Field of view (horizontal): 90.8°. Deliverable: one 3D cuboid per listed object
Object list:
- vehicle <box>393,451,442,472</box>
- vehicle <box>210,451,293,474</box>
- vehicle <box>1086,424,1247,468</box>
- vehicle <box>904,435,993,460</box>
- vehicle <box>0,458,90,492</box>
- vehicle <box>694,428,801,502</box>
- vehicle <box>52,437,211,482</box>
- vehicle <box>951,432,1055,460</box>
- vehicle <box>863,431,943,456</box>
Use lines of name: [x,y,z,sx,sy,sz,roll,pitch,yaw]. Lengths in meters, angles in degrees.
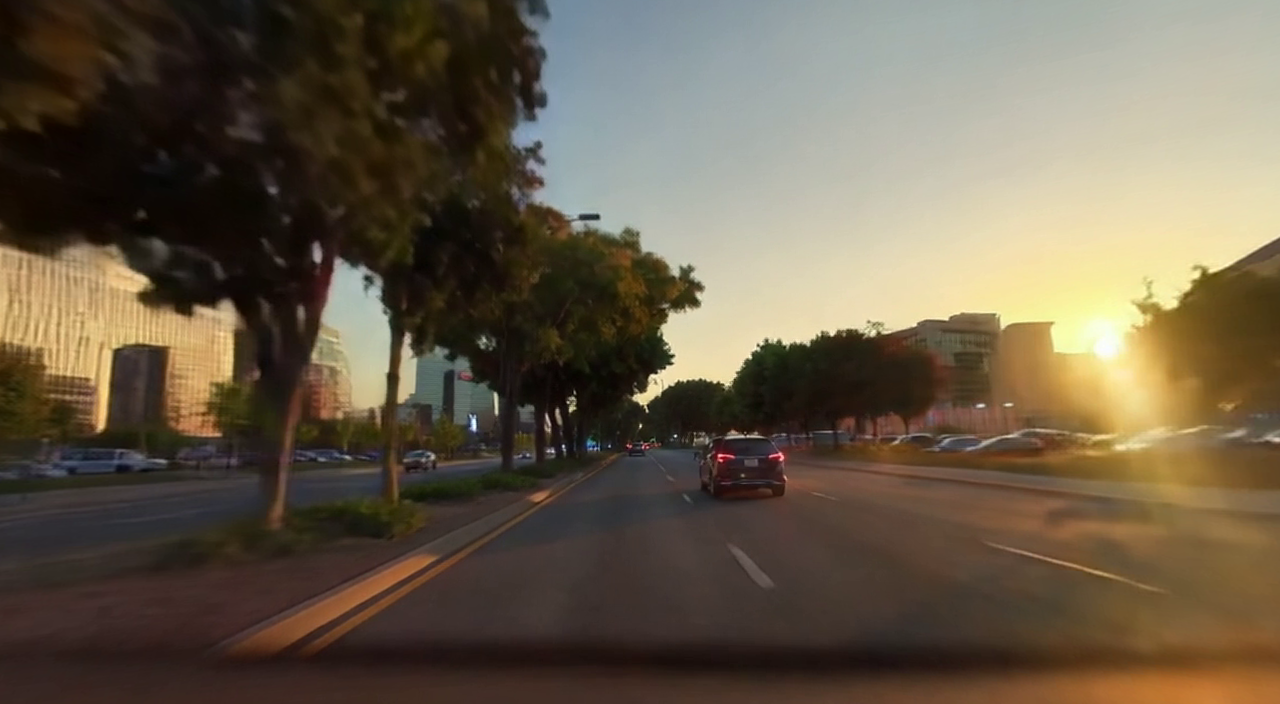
vehicle: [-16.505,8.147,47.122,1.955,1.428,4.606,0,-9,0]
vehicle: [-29.877,8.499,48.718,4.941,1.444,2.122,-2,-9,-3]
vehicle: [19.793,3.562,23.917,4.227,1.567,2.034,0,-9,1]
vehicle: [19.075,5.938,39.200,4.418,1.461,2.002,0,-9,-3]
vehicle: [-29.040,5.756,29.683,4.583,1.531,1.845,0,-9,0]
vehicle: [2.648,2.920,16.657,1.963,1.677,4.229,0,-9,-1]
vehicle: [-30.474,6.430,38.102,6.938,2.556,2.792,0,-9,-3]
vehicle: [19.858,5.161,34.708,4.518,1.501,1.902,0,-8,0]
vehicle: [19.602,6.834,47.263,4.975,1.786,2.223,-1,-9,3]
